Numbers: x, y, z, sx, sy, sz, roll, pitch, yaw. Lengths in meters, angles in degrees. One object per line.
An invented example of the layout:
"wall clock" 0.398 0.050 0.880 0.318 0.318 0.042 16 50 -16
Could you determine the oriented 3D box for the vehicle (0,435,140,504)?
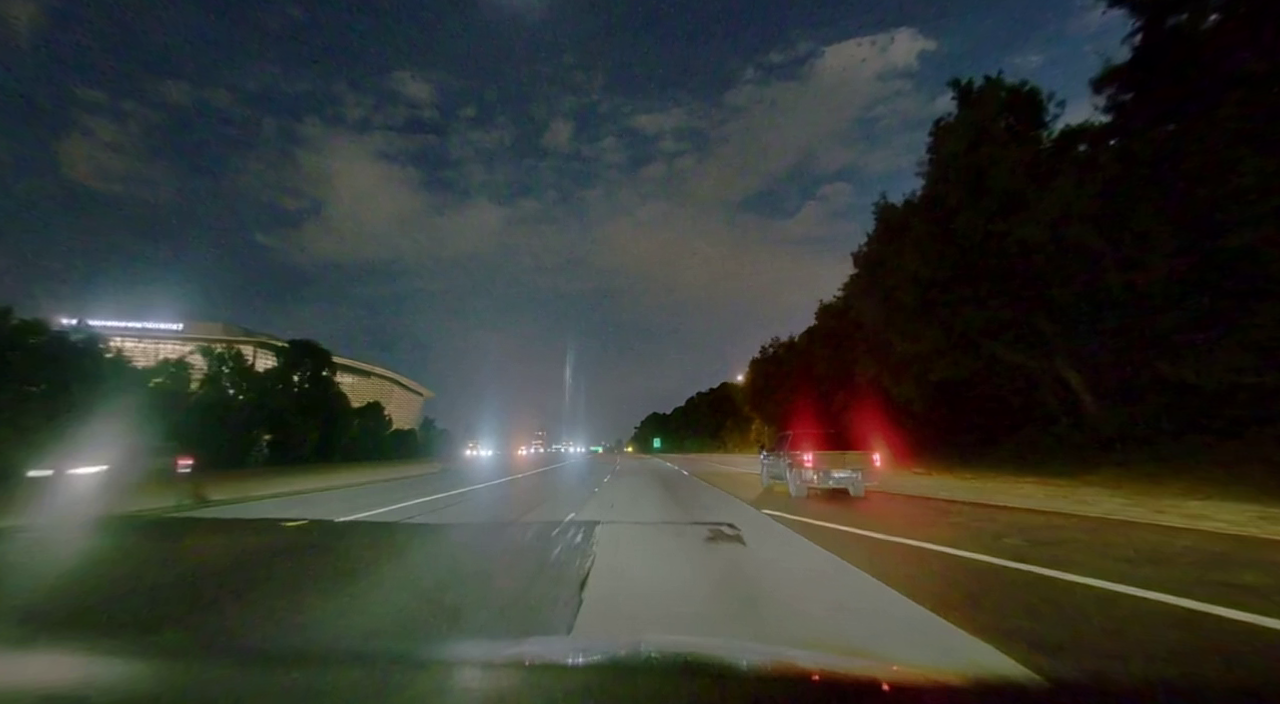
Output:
"vehicle" -14.652 2.793 15.312 1.850 1.463 3.779 0 -9 0
